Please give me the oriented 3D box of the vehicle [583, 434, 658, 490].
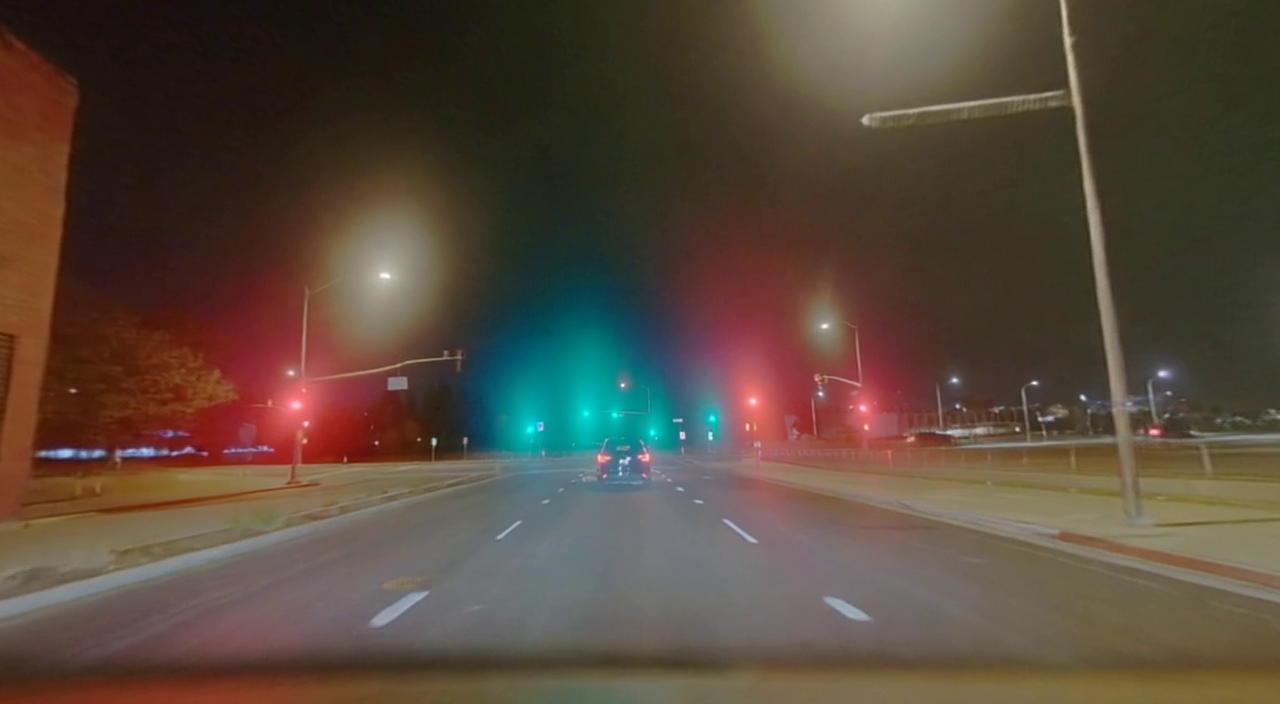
[{"bbox_3d":[-0.638,3.628,21.164,2.218,1.657,4.551,0,-9,-1],"label":"vehicle"}]
